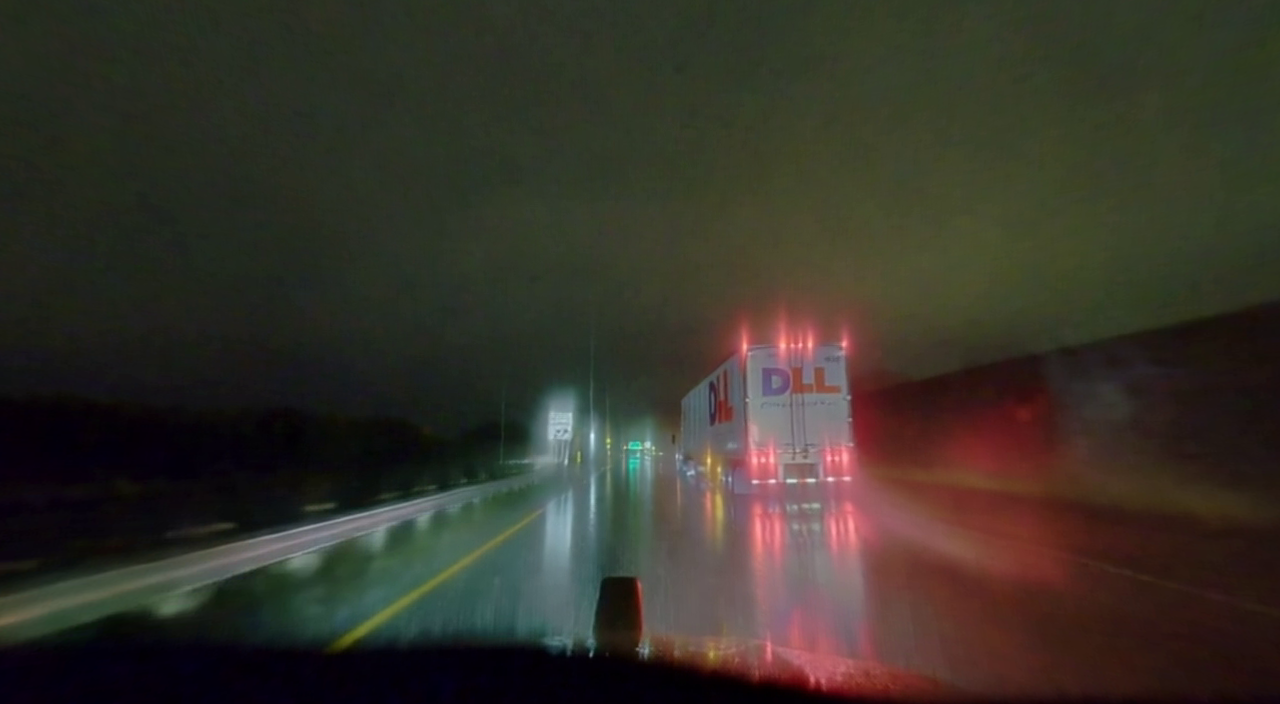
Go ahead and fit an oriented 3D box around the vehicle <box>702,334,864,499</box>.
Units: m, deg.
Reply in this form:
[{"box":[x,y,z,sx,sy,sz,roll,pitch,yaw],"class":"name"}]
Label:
[{"box":[3.921,2.187,19.648,2.879,4.075,8.126,0,-9,-2],"class":"vehicle"}]
